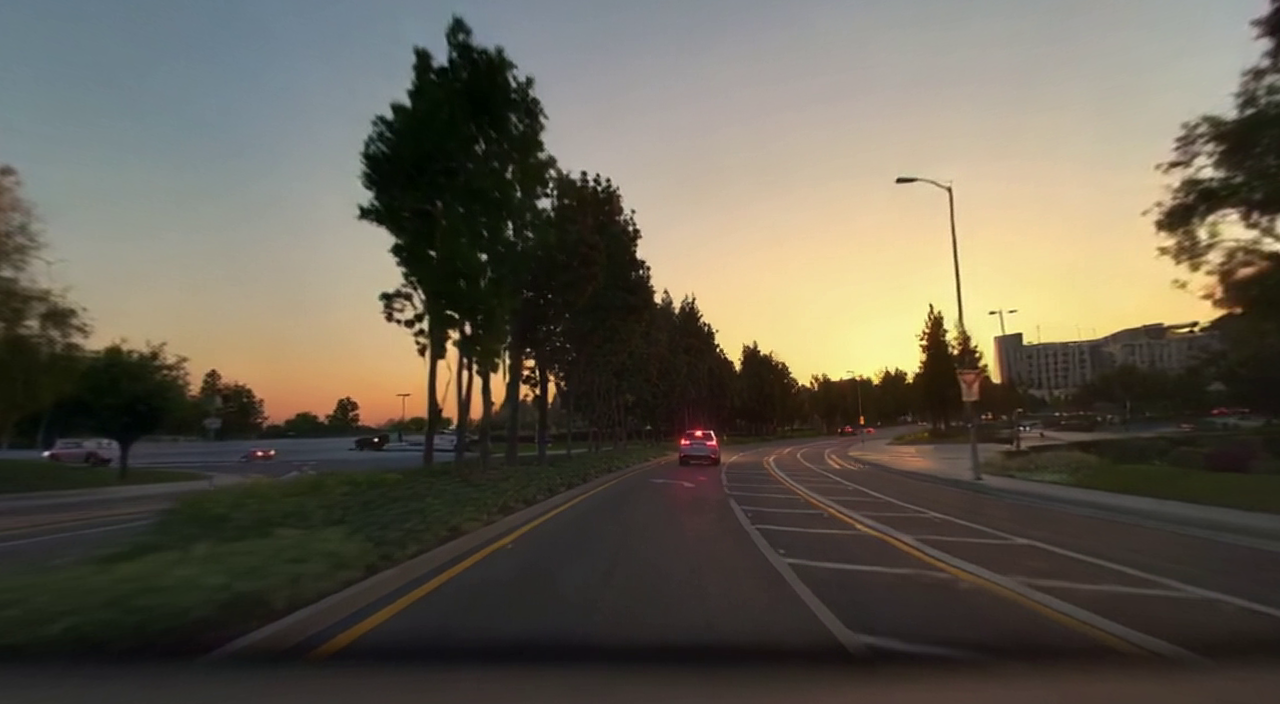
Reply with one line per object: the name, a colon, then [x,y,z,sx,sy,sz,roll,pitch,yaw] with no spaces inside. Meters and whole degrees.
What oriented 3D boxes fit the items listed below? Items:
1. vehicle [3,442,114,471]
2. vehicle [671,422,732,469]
vehicle: [-37.702,6.755,40.844,4.636,1.790,2.178,2,-9,-15]
vehicle: [2.987,4.340,29.161,2.371,1.926,5.615,-2,-9,10]
